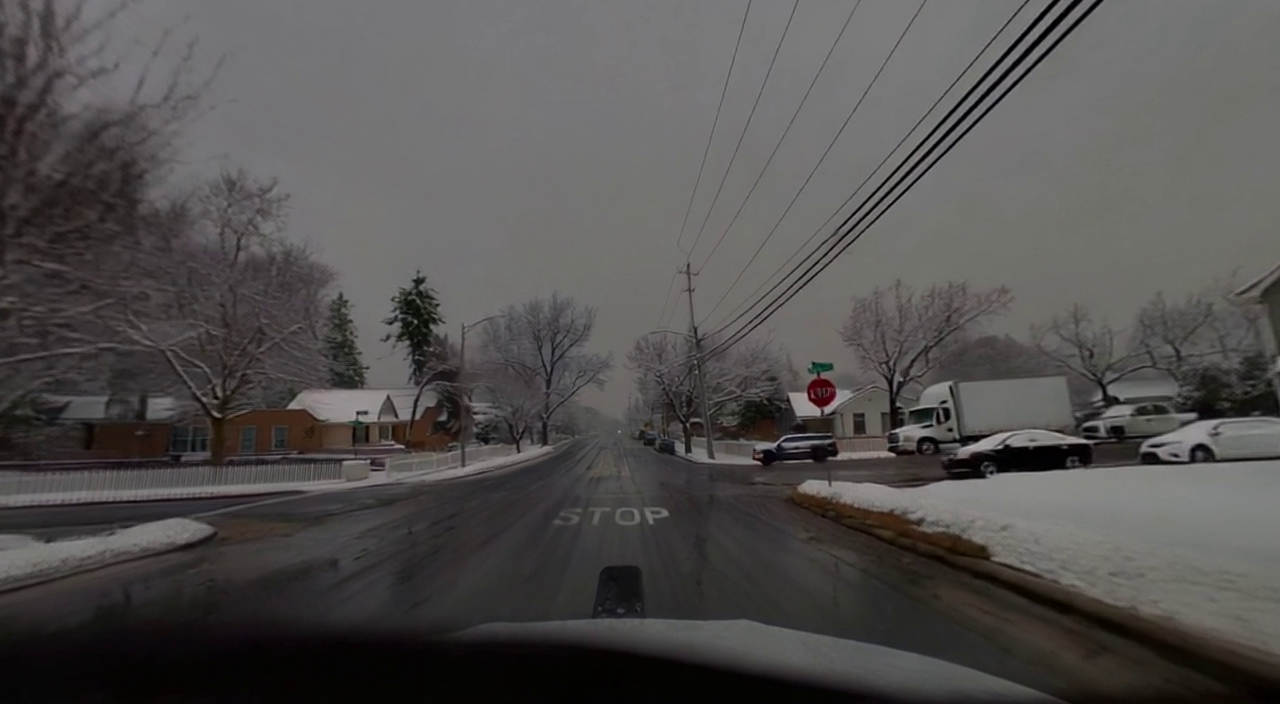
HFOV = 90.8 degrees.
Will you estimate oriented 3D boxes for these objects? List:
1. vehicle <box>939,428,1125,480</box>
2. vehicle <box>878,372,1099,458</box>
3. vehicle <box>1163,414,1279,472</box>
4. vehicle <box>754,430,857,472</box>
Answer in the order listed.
[{"bbox_3d":[12.011,3.132,19.566,4.488,1.507,1.954,0,-8,-3],"label":"vehicle"},{"bbox_3d":[14.942,2.798,27.609,7.759,3.523,2.930,0,-9,0],"label":"vehicle"},{"bbox_3d":[19.263,2.867,19.765,3.982,1.661,2.106,2,-9,-5],"label":"vehicle"},{"bbox_3d":[7.133,4.326,27.644,3.867,1.710,2.107,0,-9,-1],"label":"vehicle"}]
